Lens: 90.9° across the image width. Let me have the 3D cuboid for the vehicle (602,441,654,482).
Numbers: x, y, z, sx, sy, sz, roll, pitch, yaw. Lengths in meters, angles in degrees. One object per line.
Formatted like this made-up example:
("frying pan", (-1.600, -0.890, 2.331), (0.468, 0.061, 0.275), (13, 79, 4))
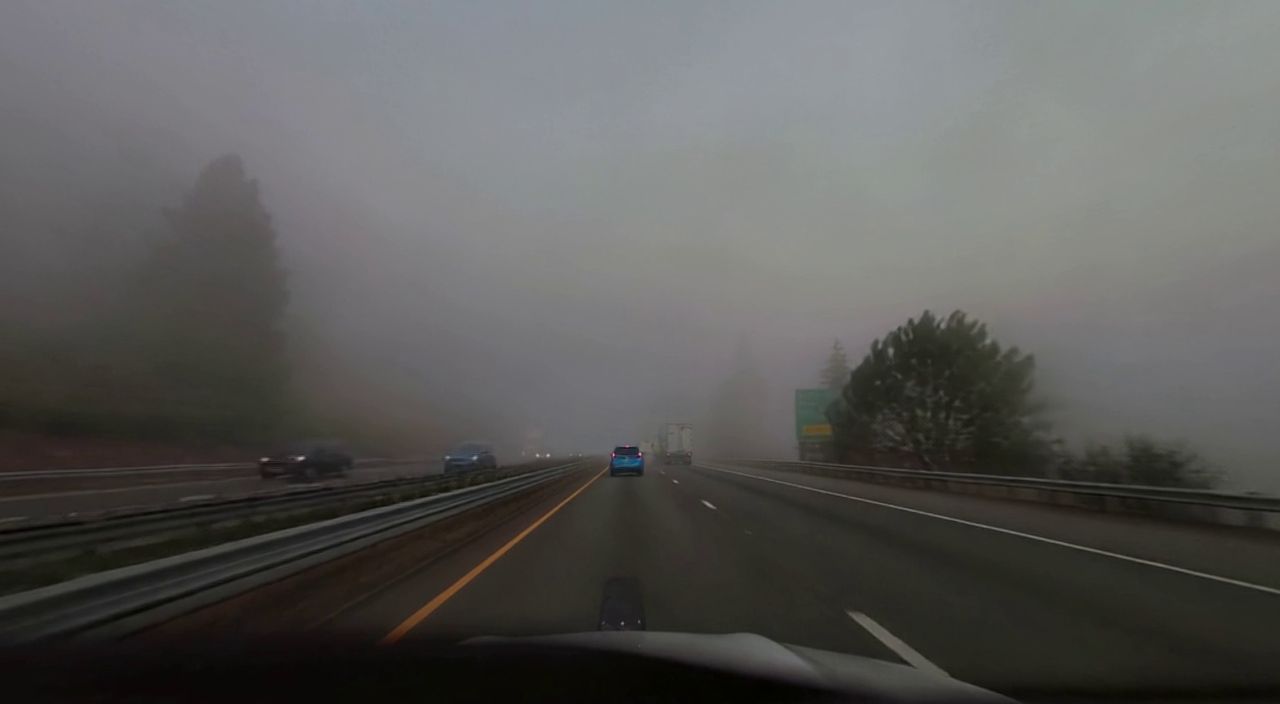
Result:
("vehicle", (-0.545, 5.008, 29.050), (2.190, 1.706, 4.062), (0, -9, -1))

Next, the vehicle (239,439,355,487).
("vehicle", (-12.456, 4.041, 23.260), (1.893, 1.583, 4.236), (0, -9, 0))

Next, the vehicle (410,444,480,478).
("vehicle", (-9.209, 5.182, 30.220), (1.985, 1.493, 4.492), (0, -9, -1))
